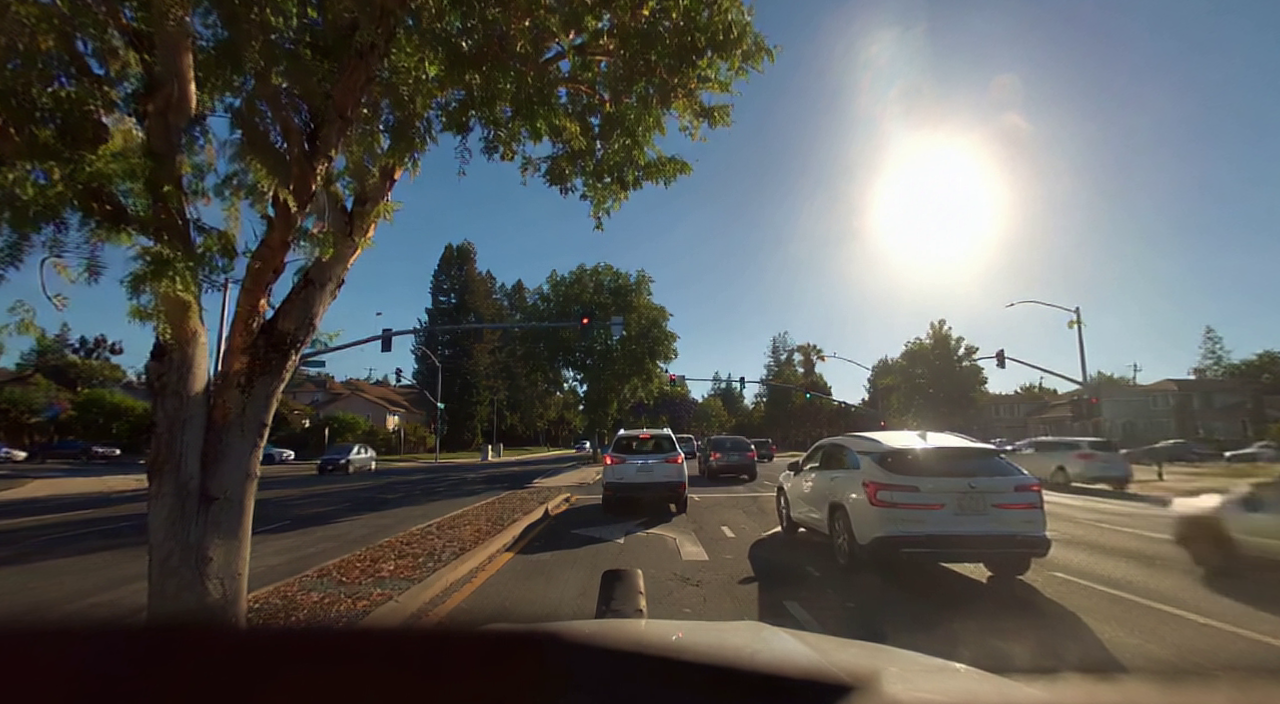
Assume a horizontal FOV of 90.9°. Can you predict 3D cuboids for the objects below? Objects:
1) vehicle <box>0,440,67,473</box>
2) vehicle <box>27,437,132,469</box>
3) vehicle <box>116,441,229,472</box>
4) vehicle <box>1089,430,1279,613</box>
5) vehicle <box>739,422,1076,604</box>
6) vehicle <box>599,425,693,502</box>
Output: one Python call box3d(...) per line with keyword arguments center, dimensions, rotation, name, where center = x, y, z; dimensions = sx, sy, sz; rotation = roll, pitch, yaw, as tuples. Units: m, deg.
box3d(center=(-35.041, 5.778, 34.939), dimensions=(4.465, 1.693, 1.959), rotation=(2, -9, -1), name="vehicle")
box3d(center=(-36.843, 6.631, 41.536), dimensions=(4.771, 1.778, 2.032), rotation=(3, -8, -3), name="vehicle")
box3d(center=(-26.341, 5.886, 35.636), dimensions=(4.724, 1.630, 1.968), rotation=(0, -8, -3), name="vehicle")
box3d(center=(6.250, 1.353, 4.935), dimensions=(2.043, 1.479, 4.661), rotation=(0, -8, 0), name="vehicle")
box3d(center=(2.560, 1.661, 7.479), dimensions=(2.009, 1.480, 4.423), rotation=(0, -8, -1), name="vehicle")
box3d(center=(0.077, 2.798, 16.205), dimensions=(2.099, 1.705, 4.020), rotation=(0, -8, -1), name="vehicle")
